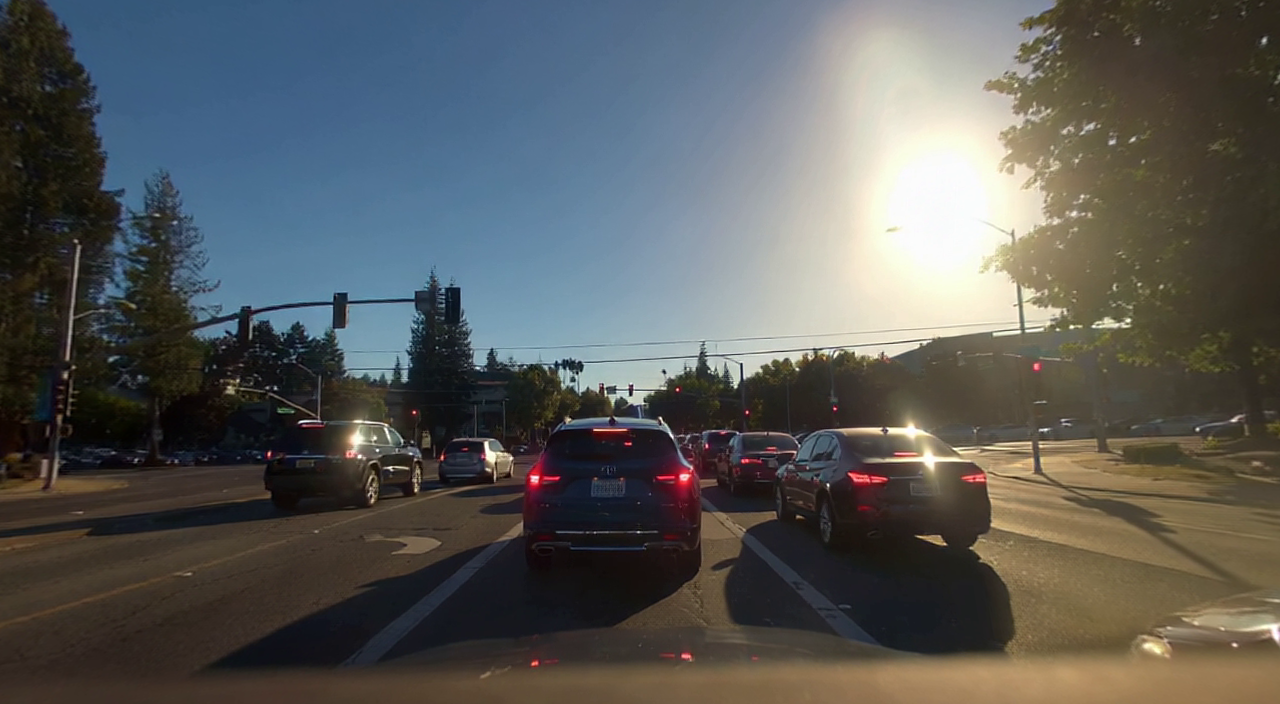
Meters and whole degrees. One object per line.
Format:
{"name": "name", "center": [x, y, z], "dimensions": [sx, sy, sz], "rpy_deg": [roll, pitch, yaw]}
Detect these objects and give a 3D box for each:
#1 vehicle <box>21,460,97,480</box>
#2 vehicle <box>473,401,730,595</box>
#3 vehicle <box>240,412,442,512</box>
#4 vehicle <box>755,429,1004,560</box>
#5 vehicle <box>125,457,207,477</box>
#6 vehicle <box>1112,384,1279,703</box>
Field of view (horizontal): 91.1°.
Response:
{"name": "vehicle", "center": [-45.695, 9.262, 49.405], "dimensions": [4.232, 1.498, 1.791], "rpy_deg": [0, -8, 1]}
{"name": "vehicle", "center": [-0.322, 1.586, 7.625], "dimensions": [2.256, 1.694, 4.055], "rpy_deg": [0, -8, 0]}
{"name": "vehicle", "center": [-6.728, 2.547, 14.995], "dimensions": [2.214, 1.953, 5.017], "rpy_deg": [0, -8, 1]}
{"name": "vehicle", "center": [3.158, 1.966, 9.477], "dimensions": [1.971, 1.473, 4.495], "rpy_deg": [0, -8, 0]}
{"name": "vehicle", "center": [-37.317, 9.027, 49.476], "dimensions": [4.914, 1.487, 1.850], "rpy_deg": [0, -8, 0]}
{"name": "vehicle", "center": [3.305, 0.667, 0.826], "dimensions": [1.980, 1.515, 4.362], "rpy_deg": [0, -8, 1]}
